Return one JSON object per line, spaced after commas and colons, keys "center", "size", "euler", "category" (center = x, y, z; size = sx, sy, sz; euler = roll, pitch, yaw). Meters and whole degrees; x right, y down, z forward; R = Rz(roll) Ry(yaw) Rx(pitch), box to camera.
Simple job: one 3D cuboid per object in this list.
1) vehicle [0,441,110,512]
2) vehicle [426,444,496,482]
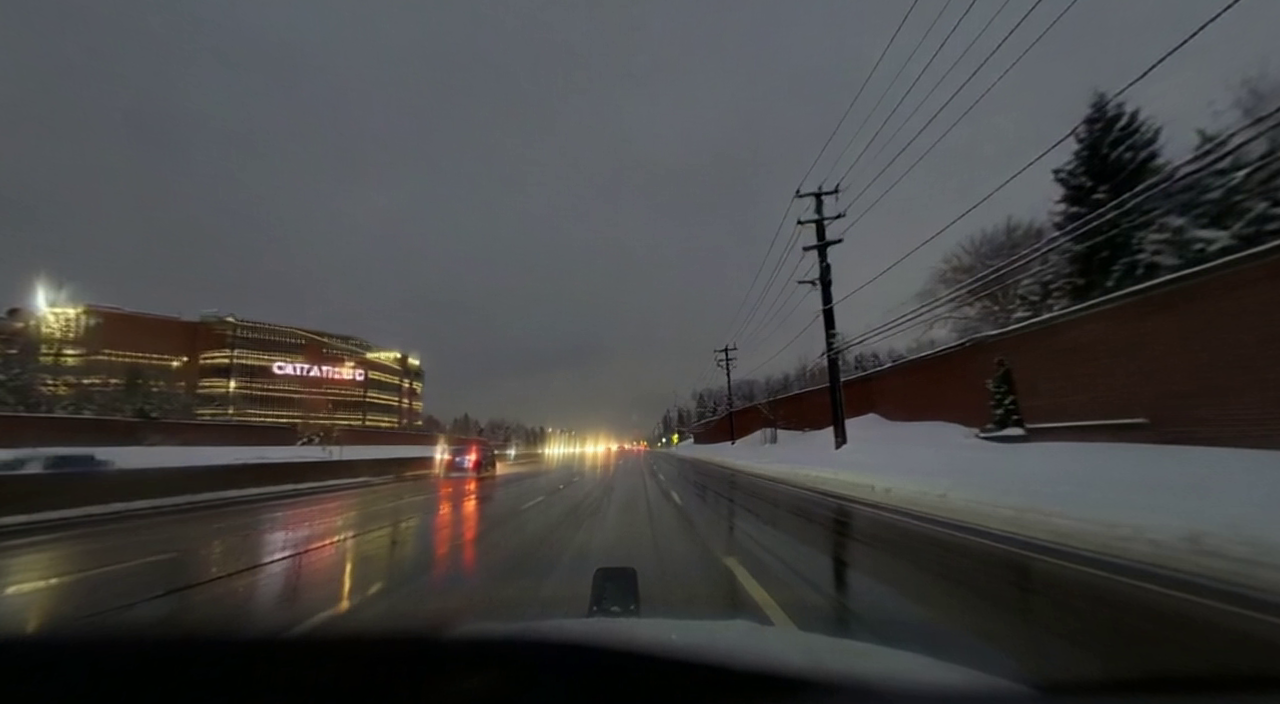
{"center": [-14.907, 2.801, 14.333], "size": [1.935, 1.535, 4.391], "euler": [0, -9, 0], "category": "vehicle"}
{"center": [-8.026, 5.000, 28.703], "size": [2.013, 1.574, 3.923], "euler": [0, -9, 0], "category": "vehicle"}
